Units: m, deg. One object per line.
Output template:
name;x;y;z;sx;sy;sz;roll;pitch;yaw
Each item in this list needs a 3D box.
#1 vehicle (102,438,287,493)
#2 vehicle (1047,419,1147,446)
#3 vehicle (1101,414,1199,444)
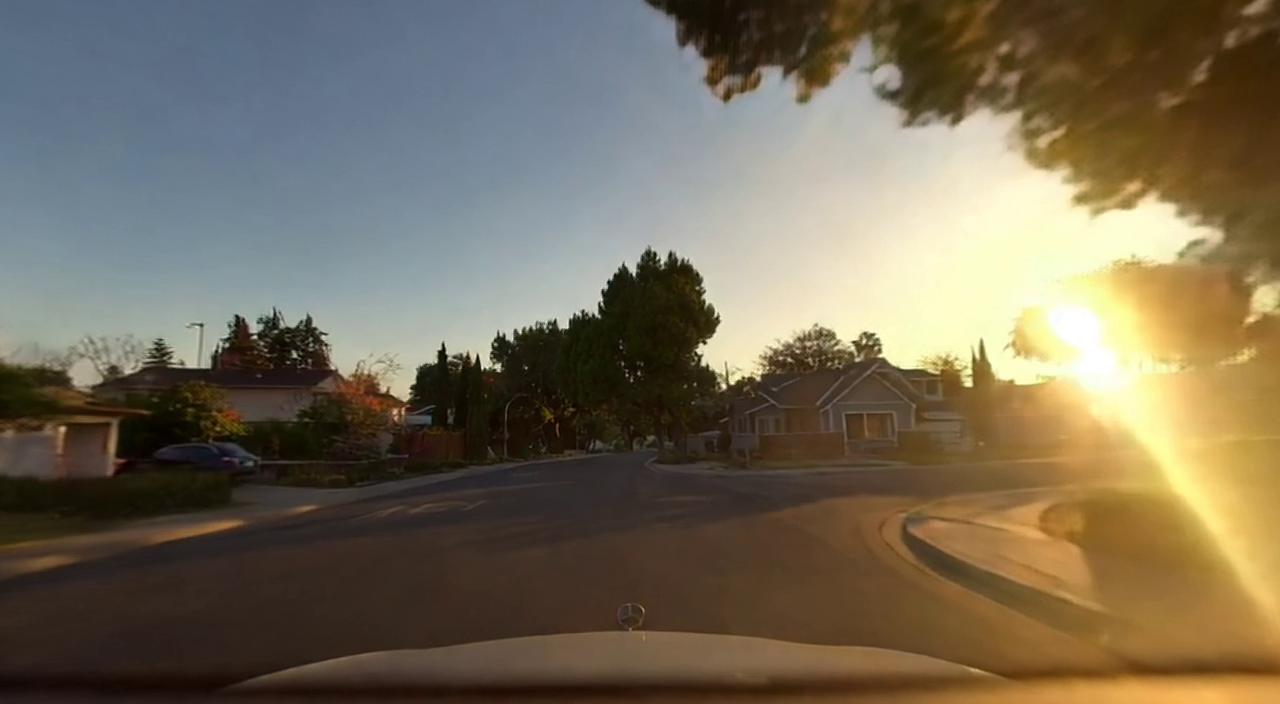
vehicle;-15.633;3.981;22.395;4.837;1.785;2.115;0;-8;-5
vehicle;26.974;4.844;37.462;1.845;1.450;4.991;2;-8;-7
vehicle;30.179;4.645;37.481;1.794;1.635;4.469;-1;-8;-5
